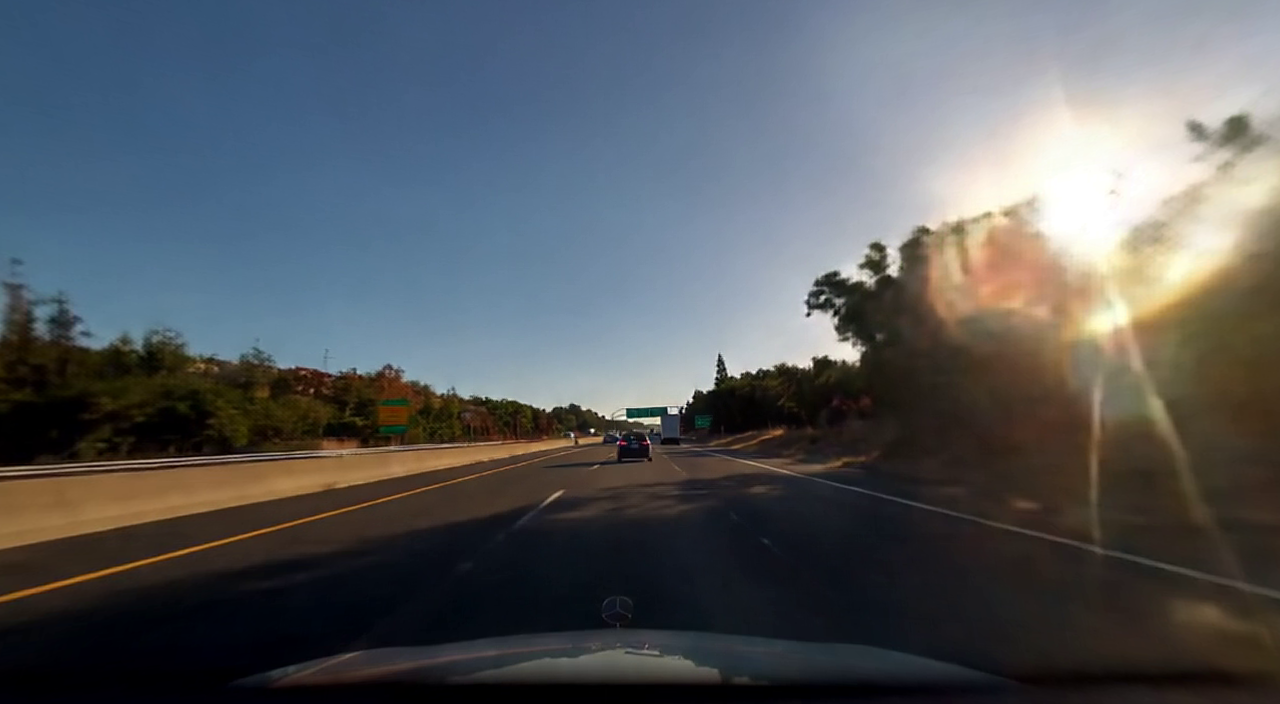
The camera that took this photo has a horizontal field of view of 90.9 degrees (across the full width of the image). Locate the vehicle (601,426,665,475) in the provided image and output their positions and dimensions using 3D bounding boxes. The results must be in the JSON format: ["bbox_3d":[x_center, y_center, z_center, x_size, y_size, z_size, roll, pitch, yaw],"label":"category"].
[{"bbox_3d":[-0.265,3.523,22.704,2.094,1.600,3.666,0,-8,-1],"label":"vehicle"}]
